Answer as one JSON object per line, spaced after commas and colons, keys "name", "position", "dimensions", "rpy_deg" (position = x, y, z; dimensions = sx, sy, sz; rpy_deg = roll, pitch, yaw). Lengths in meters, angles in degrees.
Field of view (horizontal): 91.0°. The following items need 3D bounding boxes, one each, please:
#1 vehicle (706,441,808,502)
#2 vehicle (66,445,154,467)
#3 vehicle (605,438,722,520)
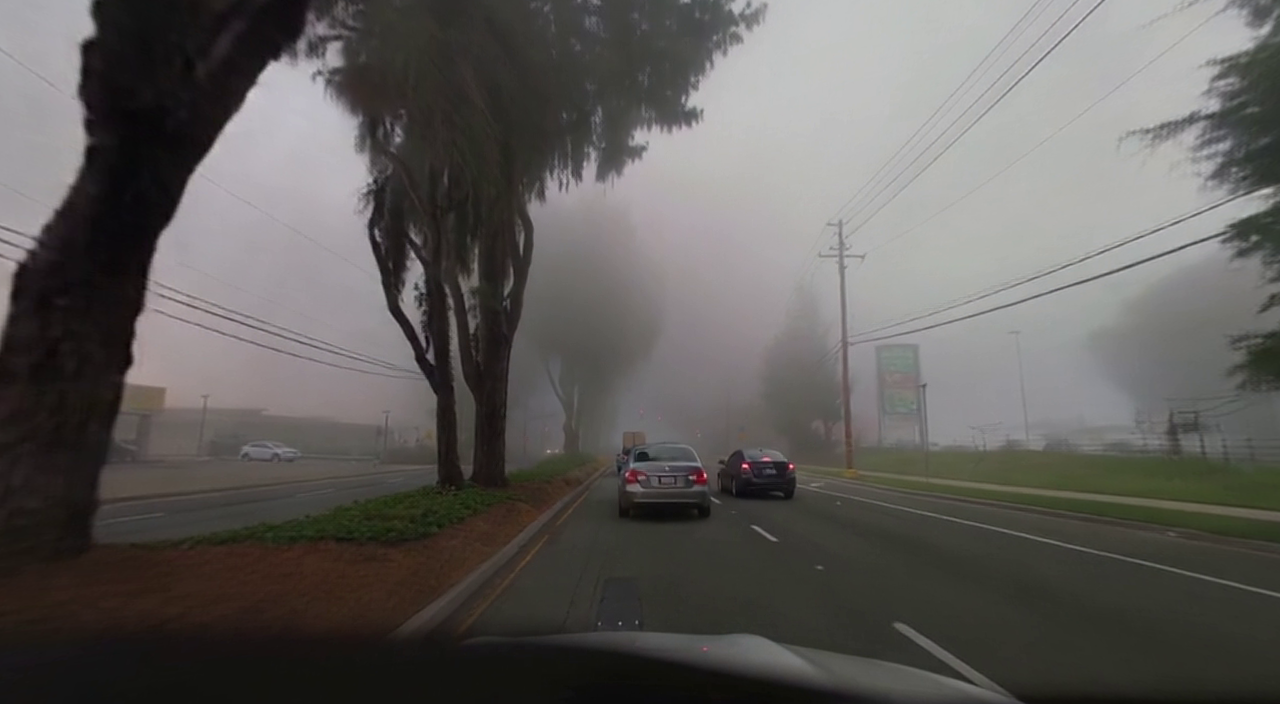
{"name": "vehicle", "position": [3.119, 3.252, 17.642], "dimensions": [1.985, 1.489, 4.036], "rpy_deg": [0, -8, -1]}
{"name": "vehicle", "position": [-38.914, 7.621, 46.312], "dimensions": [1.804, 1.478, 4.485], "rpy_deg": [-3, -8, 25]}
{"name": "vehicle", "position": [0.342, 2.622, 13.560], "dimensions": [2.144, 1.473, 4.028], "rpy_deg": [1, -8, -2]}
